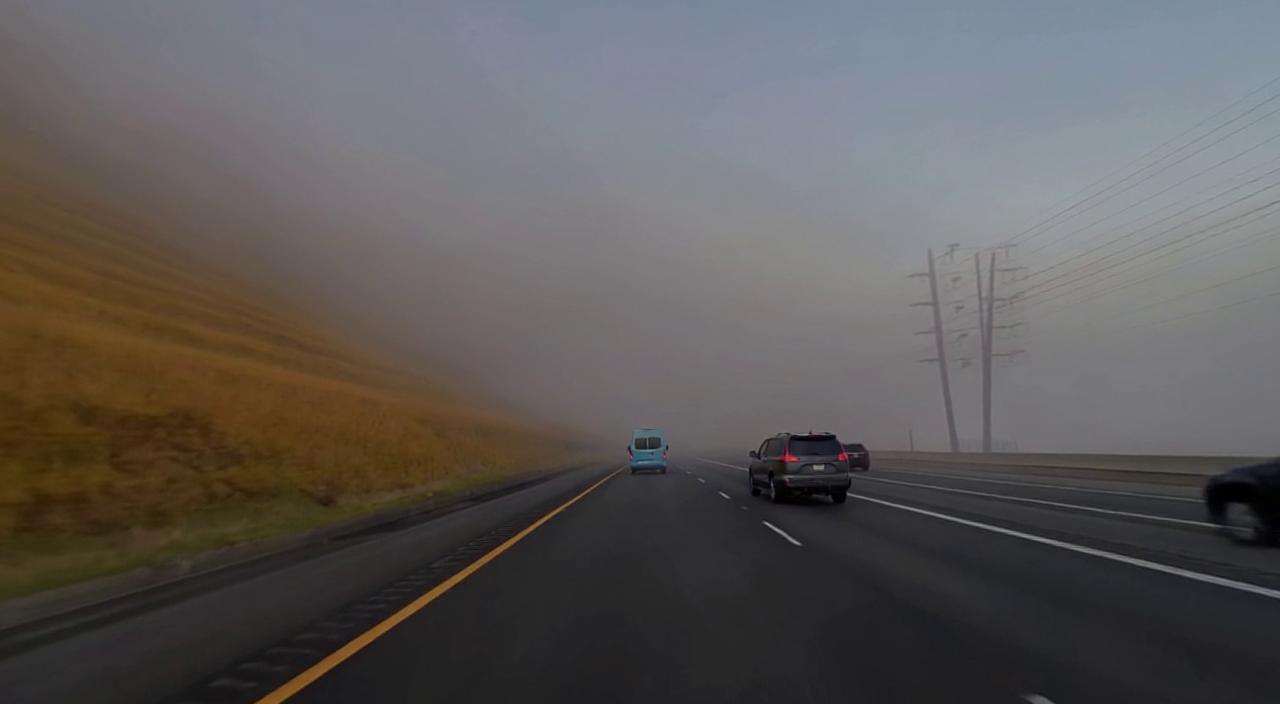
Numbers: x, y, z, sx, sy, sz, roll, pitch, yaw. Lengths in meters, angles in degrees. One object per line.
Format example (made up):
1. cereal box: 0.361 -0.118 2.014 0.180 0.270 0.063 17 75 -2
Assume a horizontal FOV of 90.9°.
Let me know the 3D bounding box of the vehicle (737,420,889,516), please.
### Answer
1. vehicle: 3.650 2.549 14.325 2.139 1.821 4.480 0 -8 0

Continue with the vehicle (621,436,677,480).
1. vehicle: 0.421 4.645 27.930 2.268 1.772 4.523 0 -8 1

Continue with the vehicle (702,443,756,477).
1. vehicle: 4.121 5.086 29.961 1.938 1.466 4.356 0 -8 0
